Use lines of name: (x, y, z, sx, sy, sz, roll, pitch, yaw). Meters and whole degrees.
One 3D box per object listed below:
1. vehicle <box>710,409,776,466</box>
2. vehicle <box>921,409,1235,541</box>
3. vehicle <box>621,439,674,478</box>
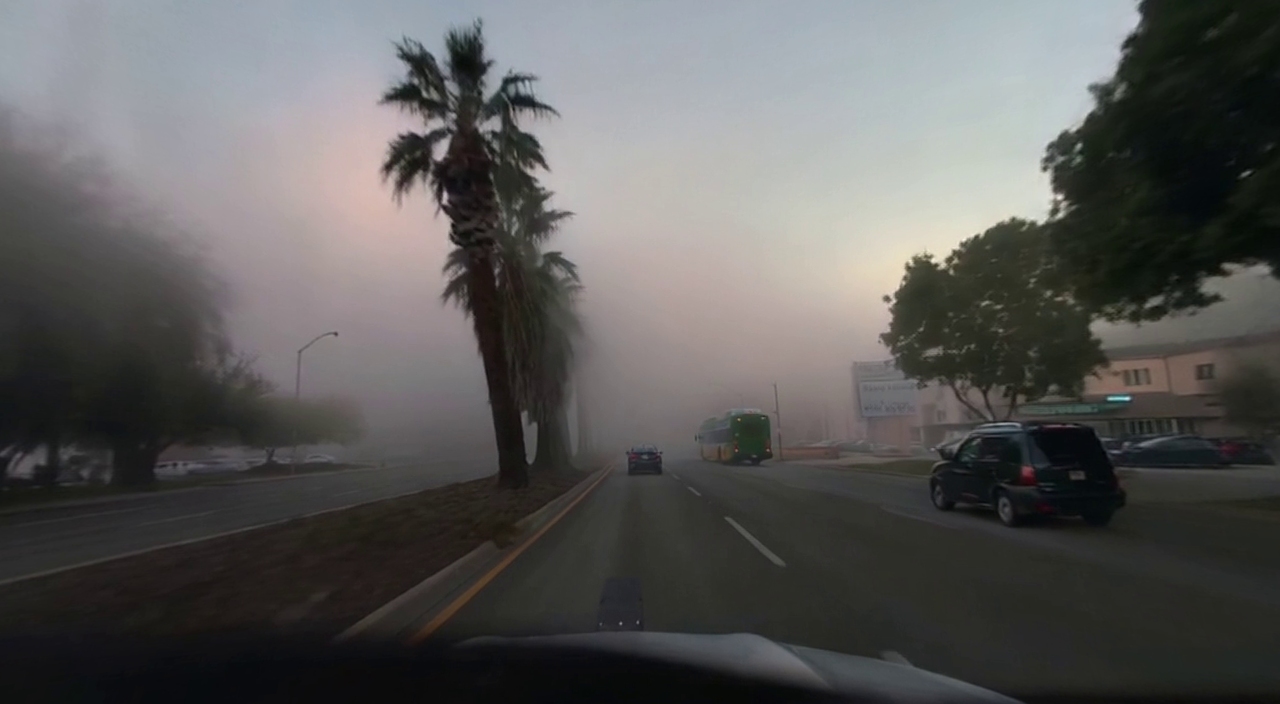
vehicle: (6.706, 5.819, 42.581, 2.795, 3.383, 9.287, 0, -9, -1)
vehicle: (6.537, 1.891, 10.201, 2.031, 1.670, 4.154, 0, -9, 0)
vehicle: (0.261, 4.499, 26.907, 2.065, 1.477, 4.306, 0, -9, -1)
